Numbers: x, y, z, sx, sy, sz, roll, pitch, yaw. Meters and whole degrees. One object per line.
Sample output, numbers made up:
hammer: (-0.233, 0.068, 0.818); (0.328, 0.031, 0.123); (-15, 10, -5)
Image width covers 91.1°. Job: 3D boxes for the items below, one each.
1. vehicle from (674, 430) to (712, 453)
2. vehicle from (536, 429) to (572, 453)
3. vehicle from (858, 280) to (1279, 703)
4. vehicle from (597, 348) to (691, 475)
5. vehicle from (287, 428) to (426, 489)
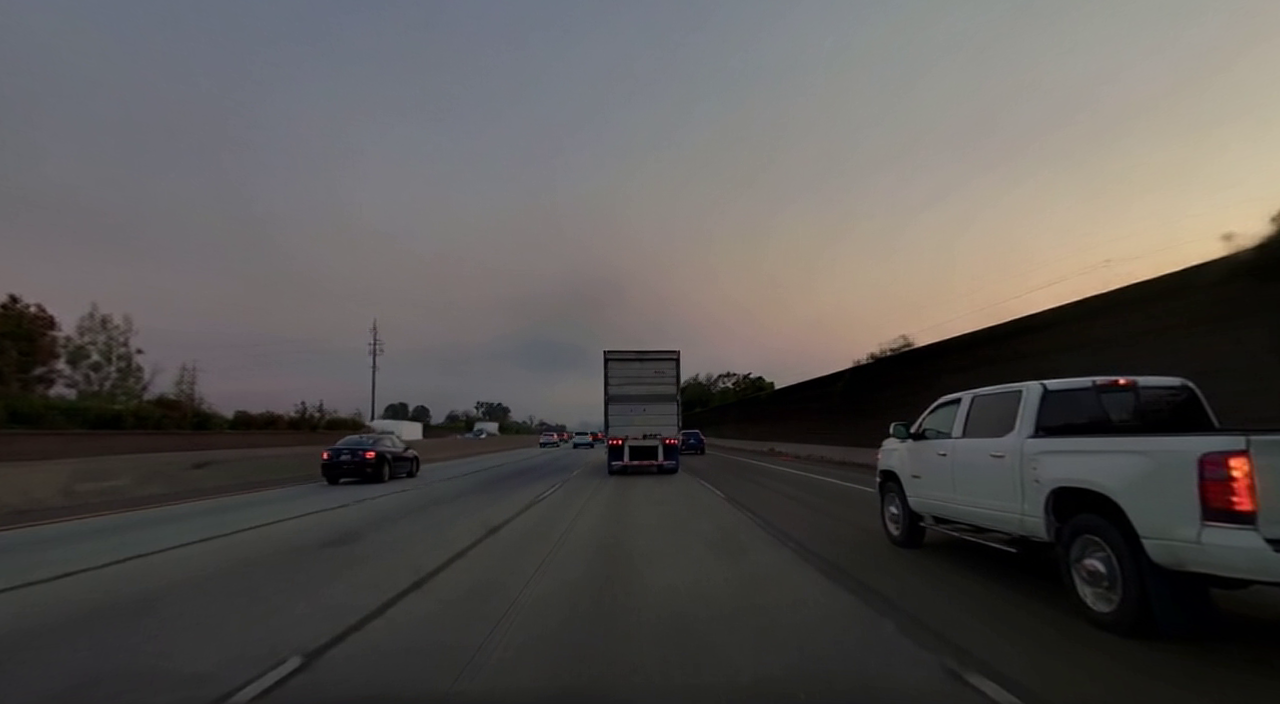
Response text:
vehicle: (3.641, 6.194, 43.798); (2.044, 1.508, 4.716); (0, -8, -2)
vehicle: (-6.072, 6.315, 44.730); (2.134, 1.650, 4.133); (0, -8, -2)
vehicle: (3.562, 0.904, 4.523); (2.118, 1.832, 4.901); (0, -8, -1)
vehicle: (-0.158, 2.512, 24.736); (2.904, 3.915, 10.473); (0, -8, -3)
vehicle: (-7.740, 2.913, 17.645); (2.059, 1.500, 4.001); (0, -8, -1)
